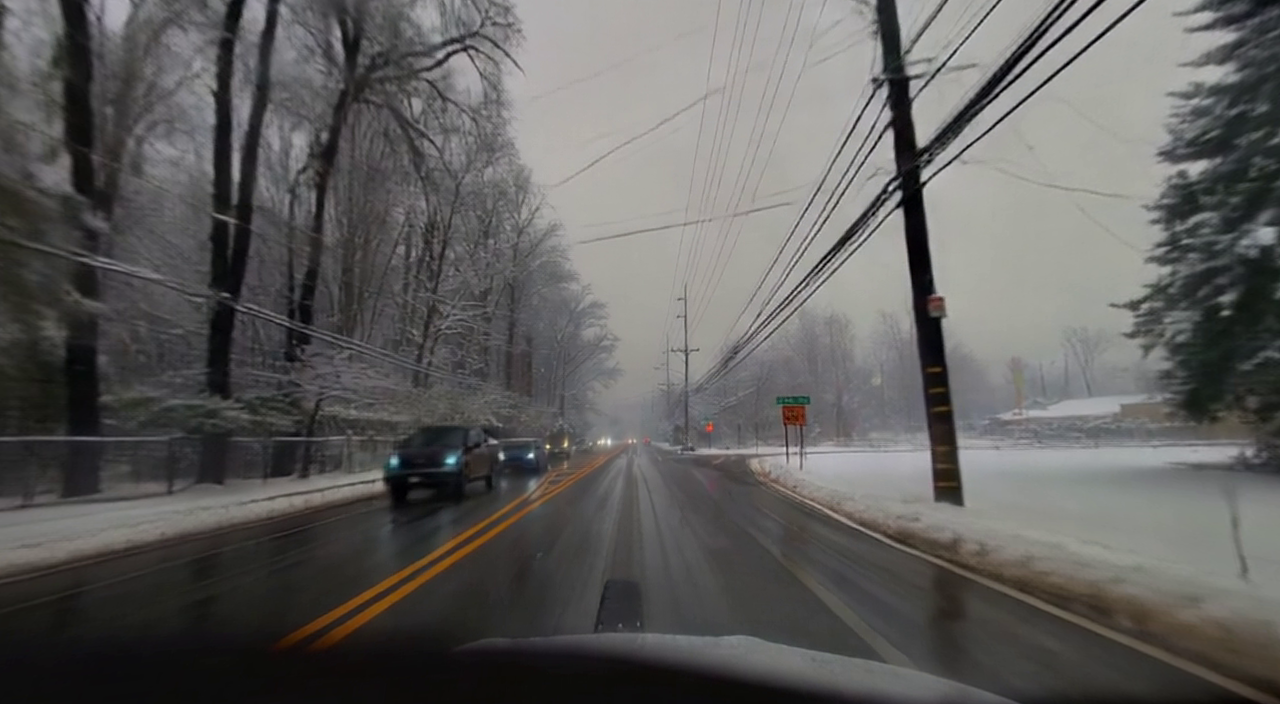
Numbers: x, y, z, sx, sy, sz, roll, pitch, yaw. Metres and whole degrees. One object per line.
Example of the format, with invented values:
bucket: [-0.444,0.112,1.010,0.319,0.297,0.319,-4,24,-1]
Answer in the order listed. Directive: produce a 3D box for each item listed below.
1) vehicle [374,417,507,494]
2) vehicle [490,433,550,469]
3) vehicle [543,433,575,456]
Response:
vehicle: [-5.217,2.795,17.285,2.228,1.792,4.397,0,-8,-1]
vehicle: [-5.246,4.395,28.152,1.909,1.463,4.569,0,-8,-2]
vehicle: [-6.093,7.023,47.881,2.001,1.616,4.064,0,-8,-1]
